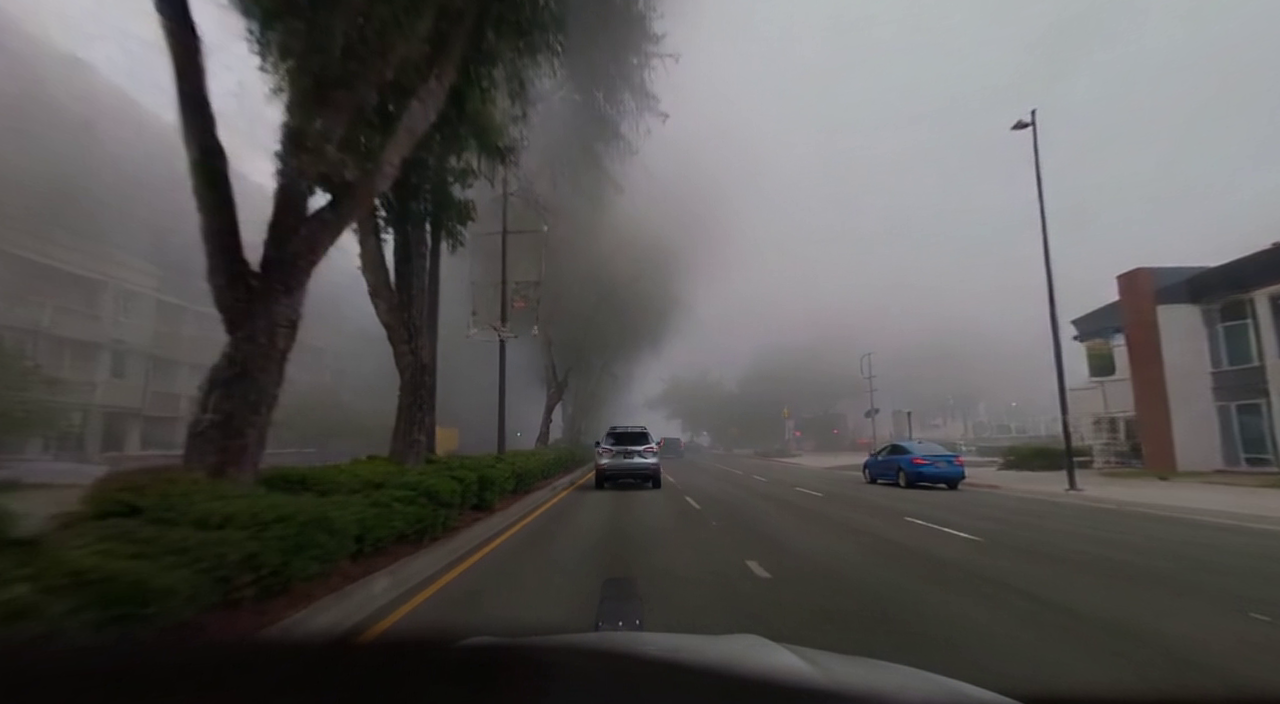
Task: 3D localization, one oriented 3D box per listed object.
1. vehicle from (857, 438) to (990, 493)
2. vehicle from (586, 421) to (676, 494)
[{"bbox_3d":[8.440,3.420,19.356,2.002,1.456,4.631,0,-9,1],"label":"vehicle"},{"bbox_3d":[-0.259,2.993,18.163,2.277,1.816,4.192,0,-9,-1],"label":"vehicle"}]
